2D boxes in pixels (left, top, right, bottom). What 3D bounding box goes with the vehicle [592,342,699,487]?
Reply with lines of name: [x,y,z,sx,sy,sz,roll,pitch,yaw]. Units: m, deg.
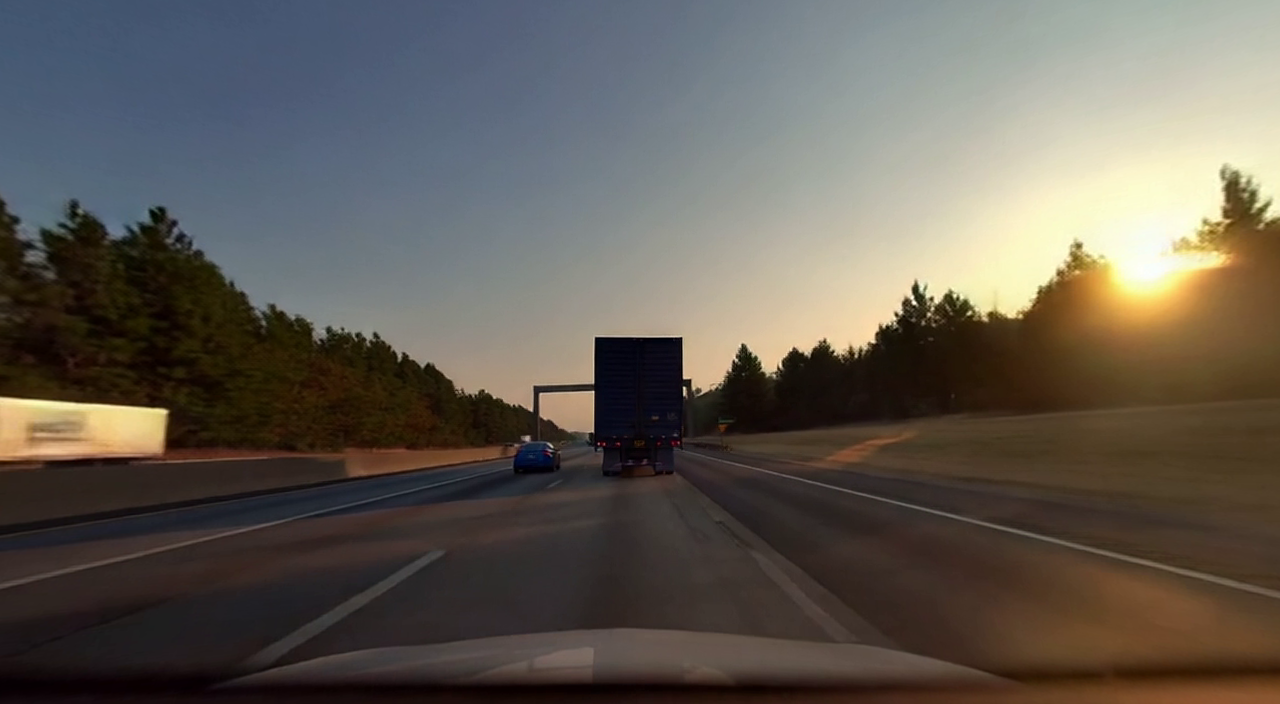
vehicle: [0.038,2.543,23.661,3.073,4.196,10.546,0,-8,-1]

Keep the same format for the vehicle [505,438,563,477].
vehicle: [-4.597,4.621,27.876,1.854,1.530,4.268,0,-8,0]

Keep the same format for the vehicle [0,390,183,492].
vehicle: [-24.641,3.528,24.777,2.843,3.644,14.071,0,-8,0]
